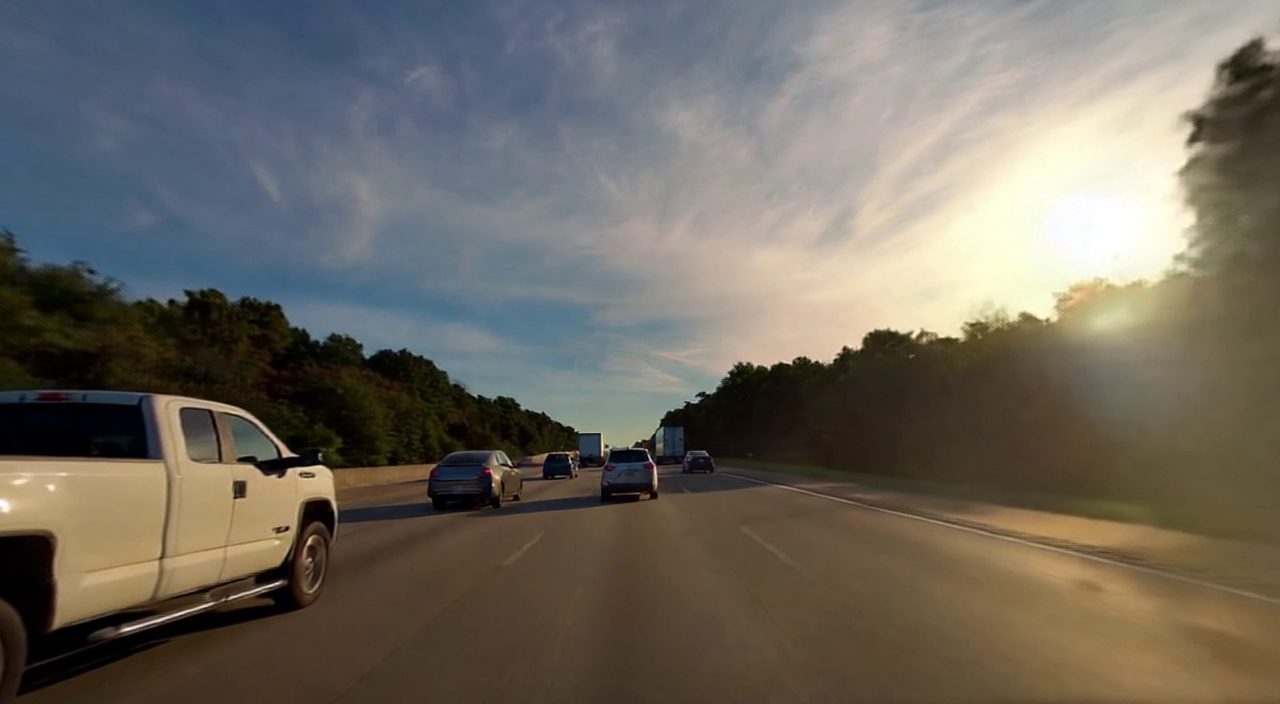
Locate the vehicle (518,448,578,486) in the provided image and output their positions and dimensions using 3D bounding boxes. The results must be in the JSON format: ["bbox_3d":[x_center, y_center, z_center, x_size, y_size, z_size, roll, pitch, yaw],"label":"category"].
[{"bbox_3d":[-3.872,4.932,27.318,1.999,1.484,4.269,0,-9,0],"label":"vehicle"}]

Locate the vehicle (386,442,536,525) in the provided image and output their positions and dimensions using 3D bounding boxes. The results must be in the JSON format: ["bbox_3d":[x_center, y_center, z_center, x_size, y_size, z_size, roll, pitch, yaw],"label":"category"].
[{"bbox_3d":[-3.678,2.790,13.946,1.988,1.501,4.438,0,-9,0],"label":"vehicle"}]

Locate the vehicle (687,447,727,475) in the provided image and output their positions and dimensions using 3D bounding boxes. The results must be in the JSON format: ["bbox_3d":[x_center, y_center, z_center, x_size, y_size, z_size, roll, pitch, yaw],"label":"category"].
[{"bbox_3d":[3.894,6.449,37.369,1.858,1.537,3.838,0,-9,-1],"label":"vehicle"}]

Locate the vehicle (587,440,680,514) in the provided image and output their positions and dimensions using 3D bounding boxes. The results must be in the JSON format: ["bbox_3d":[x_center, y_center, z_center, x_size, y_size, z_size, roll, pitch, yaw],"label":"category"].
[{"bbox_3d":[-0.151,2.963,15.301,1.996,1.574,3.426,0,-9,0],"label":"vehicle"}]

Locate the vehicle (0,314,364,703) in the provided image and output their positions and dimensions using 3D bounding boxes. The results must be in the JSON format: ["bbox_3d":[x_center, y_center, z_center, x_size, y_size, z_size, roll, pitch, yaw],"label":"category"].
[{"bbox_3d":[-3.890,0.949,3.728,2.243,1.889,4.949,0,-9,0],"label":"vehicle"}]
